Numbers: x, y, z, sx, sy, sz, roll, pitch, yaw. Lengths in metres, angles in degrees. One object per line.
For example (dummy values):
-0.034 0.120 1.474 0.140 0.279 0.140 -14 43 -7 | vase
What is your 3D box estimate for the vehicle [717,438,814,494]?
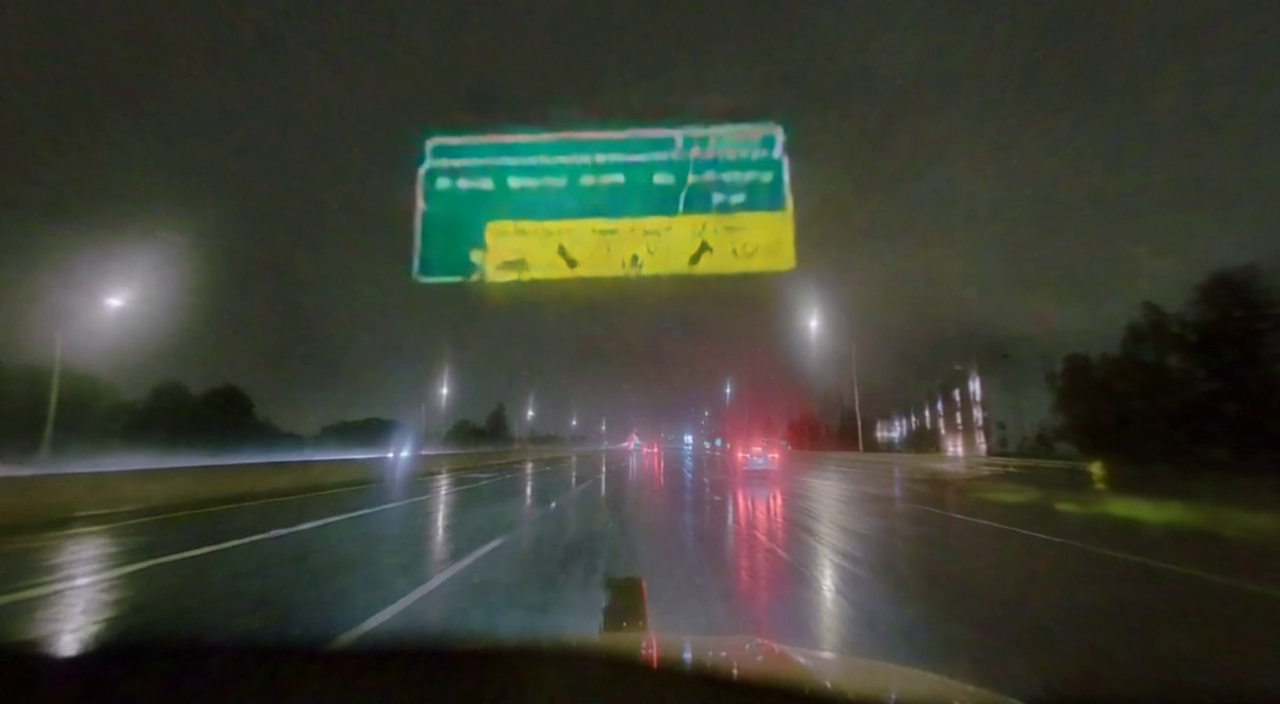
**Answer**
3.668 3.424 19.402 1.999 1.492 4.673 0 -8 0 | vehicle
